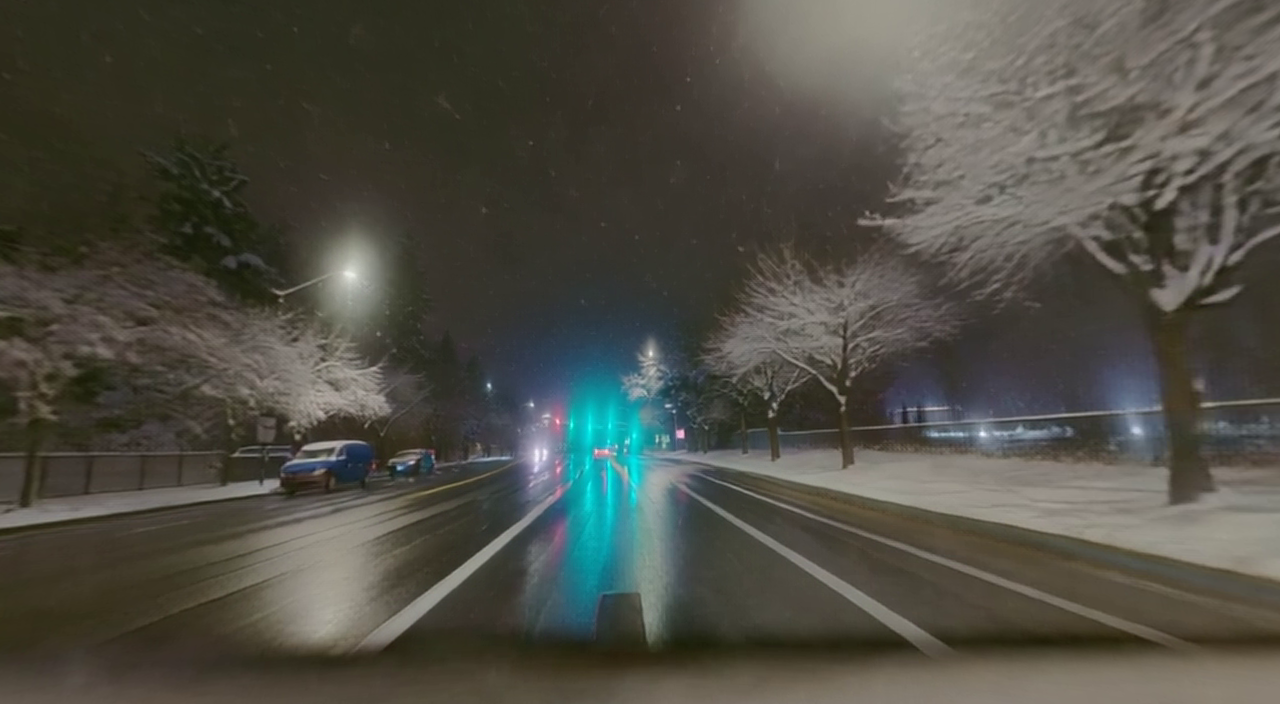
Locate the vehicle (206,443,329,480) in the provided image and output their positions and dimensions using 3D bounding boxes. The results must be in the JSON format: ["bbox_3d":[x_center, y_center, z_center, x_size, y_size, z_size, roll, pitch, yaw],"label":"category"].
[{"bbox_3d":[-19.906,5.840,33.964,5.168,1.886,2.283,0,-8,2],"label":"vehicle"}]

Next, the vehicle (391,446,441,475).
[{"bbox_3d":[-14.760,7.182,41.842,2.090,1.680,4.434,-2,-9,-5],"label":"vehicle"}]

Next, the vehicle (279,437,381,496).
[{"bbox_3d":[-13.519,4.928,27.972,2.314,2.144,5.403,-3,-7,-6],"label":"vehicle"}]
